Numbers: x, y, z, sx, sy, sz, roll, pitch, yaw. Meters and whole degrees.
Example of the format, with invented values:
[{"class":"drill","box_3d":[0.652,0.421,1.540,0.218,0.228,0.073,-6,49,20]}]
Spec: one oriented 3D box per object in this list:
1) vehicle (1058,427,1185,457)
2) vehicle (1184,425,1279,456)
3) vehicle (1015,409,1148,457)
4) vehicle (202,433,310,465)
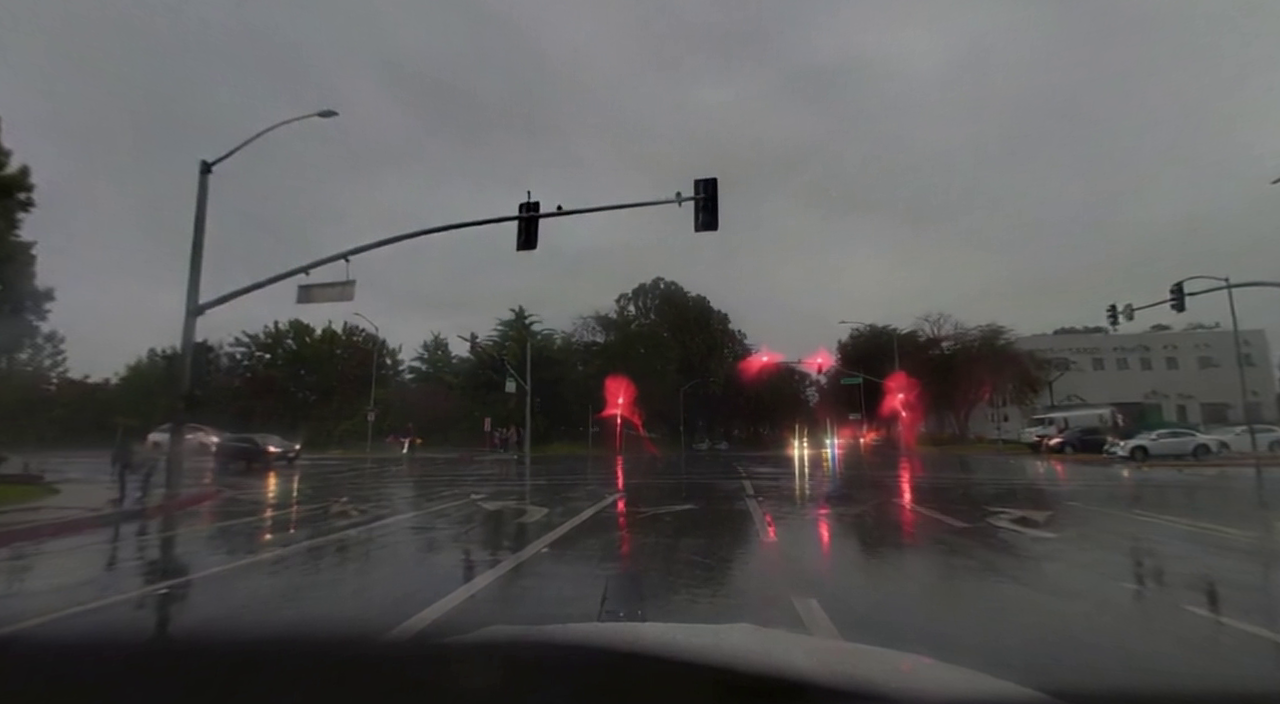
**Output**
[{"class":"vehicle","box_3d":[24.410,4.604,32.199,4.740,1.464,1.876,-1,-9,9]},{"class":"vehicle","box_3d":[35.038,5.115,36.570,4.896,1.729,1.952,-2,-9,10]},{"class":"vehicle","box_3d":[26.627,4.980,38.366,5.855,2.746,2.523,-2,-9,10]},{"class":"vehicle","box_3d":[-18.895,4.787,31.130,4.265,1.493,1.871,-2,-9,10]}]
